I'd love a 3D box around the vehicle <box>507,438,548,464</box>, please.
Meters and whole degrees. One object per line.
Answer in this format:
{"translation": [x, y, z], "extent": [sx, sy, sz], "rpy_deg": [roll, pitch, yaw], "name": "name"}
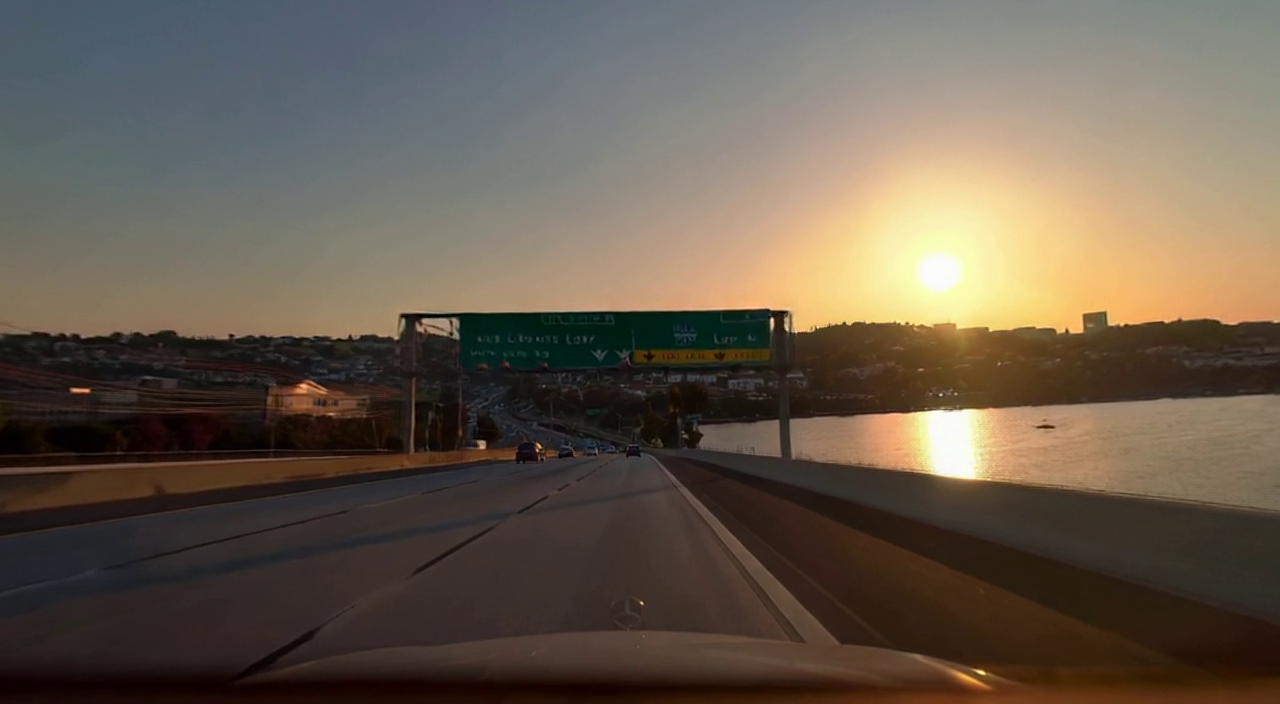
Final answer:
{"translation": [-7.488, 6.606, 42.194], "extent": [1.946, 1.590, 4.042], "rpy_deg": [0, -8, 1], "name": "vehicle"}
